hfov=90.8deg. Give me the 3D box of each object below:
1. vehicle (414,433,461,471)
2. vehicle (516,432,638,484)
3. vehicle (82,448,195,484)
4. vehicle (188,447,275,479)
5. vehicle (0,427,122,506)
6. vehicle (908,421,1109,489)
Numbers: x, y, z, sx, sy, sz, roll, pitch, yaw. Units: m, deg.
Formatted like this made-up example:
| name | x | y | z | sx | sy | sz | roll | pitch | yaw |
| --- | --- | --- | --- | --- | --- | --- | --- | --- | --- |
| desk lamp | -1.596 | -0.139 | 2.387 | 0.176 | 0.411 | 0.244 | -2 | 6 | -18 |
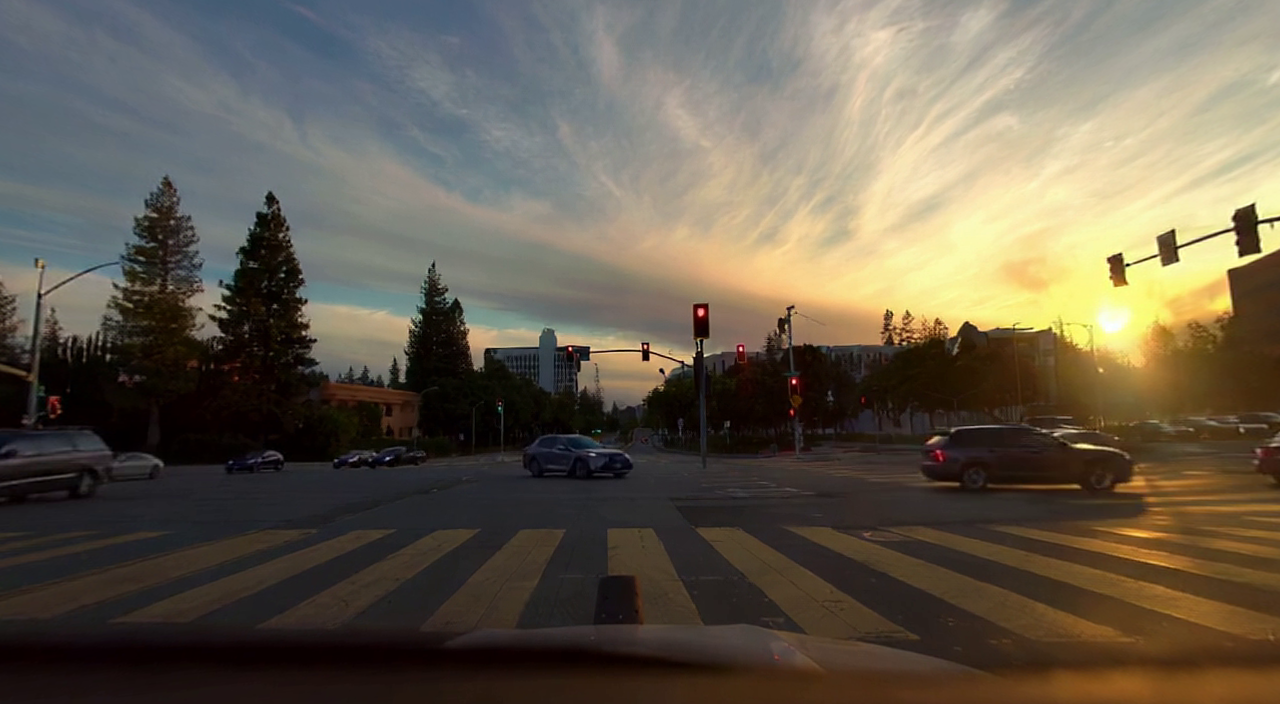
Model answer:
| name | x | y | z | sx | sy | sz | roll | pitch | yaw |
| --- | --- | --- | --- | --- | --- | --- | --- | --- | --- |
| vehicle | -11.312 | 5.573 | 35.442 | 2.223 | 1.972 | 5.310 | 2 | -9 | -17 |
| vehicle | -2.313 | 3.780 | 22.812 | 4.180 | 1.678 | 1.982 | -7 | -11 | 37 |
| vehicle | -27.726 | 6.284 | 35.171 | 2.007 | 1.783 | 4.694 | -1 | -9 | 8 |
| vehicle | -23.013 | 6.217 | 35.818 | 1.938 | 1.676 | 4.483 | 0 | -9 | 0 |
| vehicle | -16.386 | 2.945 | 16.365 | 1.977 | 1.878 | 4.575 | 0 | -9 | 0 |
| vehicle | 10.930 | 3.112 | 19.180 | 4.767 | 1.877 | 2.017 | -2 | -9 | 12 |
